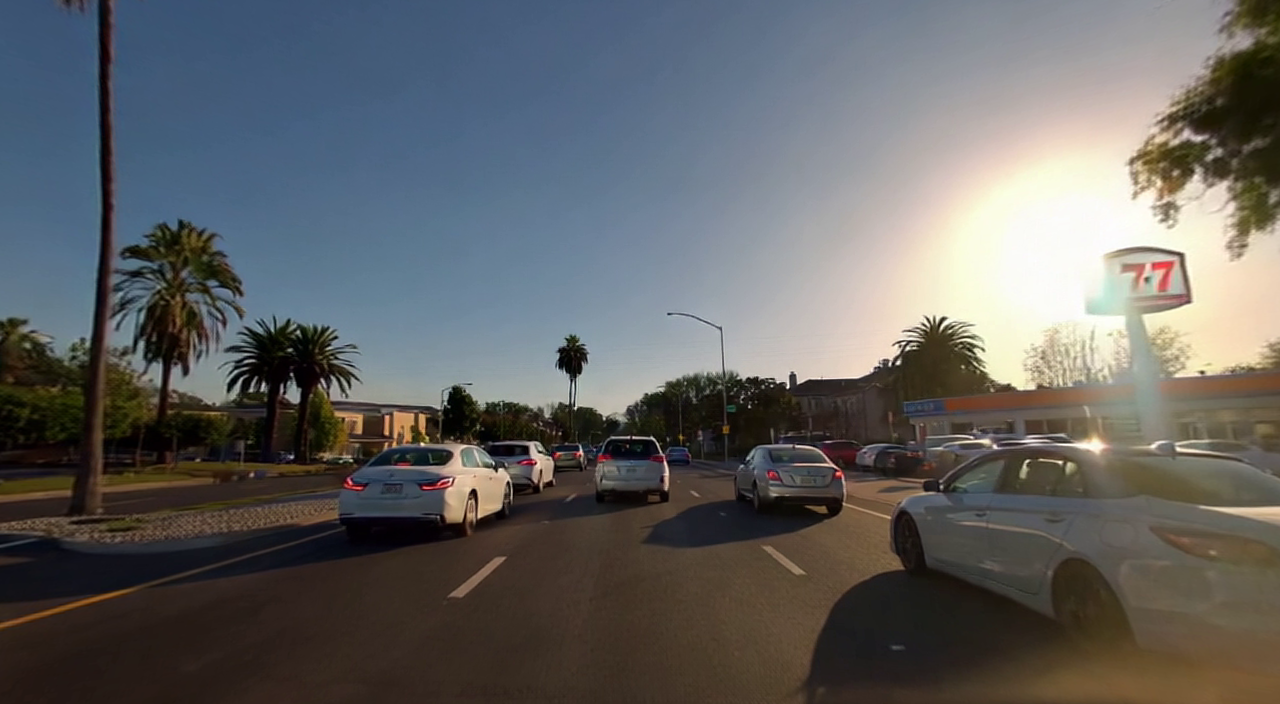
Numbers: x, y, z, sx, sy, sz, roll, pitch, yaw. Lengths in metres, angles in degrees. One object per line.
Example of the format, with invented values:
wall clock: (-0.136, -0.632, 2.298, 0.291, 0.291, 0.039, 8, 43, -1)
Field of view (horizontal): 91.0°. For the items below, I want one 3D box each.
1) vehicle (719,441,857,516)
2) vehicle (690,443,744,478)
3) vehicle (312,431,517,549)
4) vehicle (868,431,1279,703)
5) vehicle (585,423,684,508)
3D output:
vehicle: (3.235, 2.861, 14.854, 1.977, 1.480, 4.589, 0, -8, -2)
vehicle: (3.403, 4.865, 28.574, 1.880, 1.476, 3.932, 0, -8, -1)
vehicle: (-3.334, 2.103, 10.300, 1.864, 1.505, 4.202, 0, -8, -1)
vehicle: (3.593, 1.402, 4.976, 1.867, 1.448, 4.436, 0, -8, -1)
vehicle: (-0.134, 2.824, 16.082, 2.164, 1.867, 4.254, 0, -8, 0)
